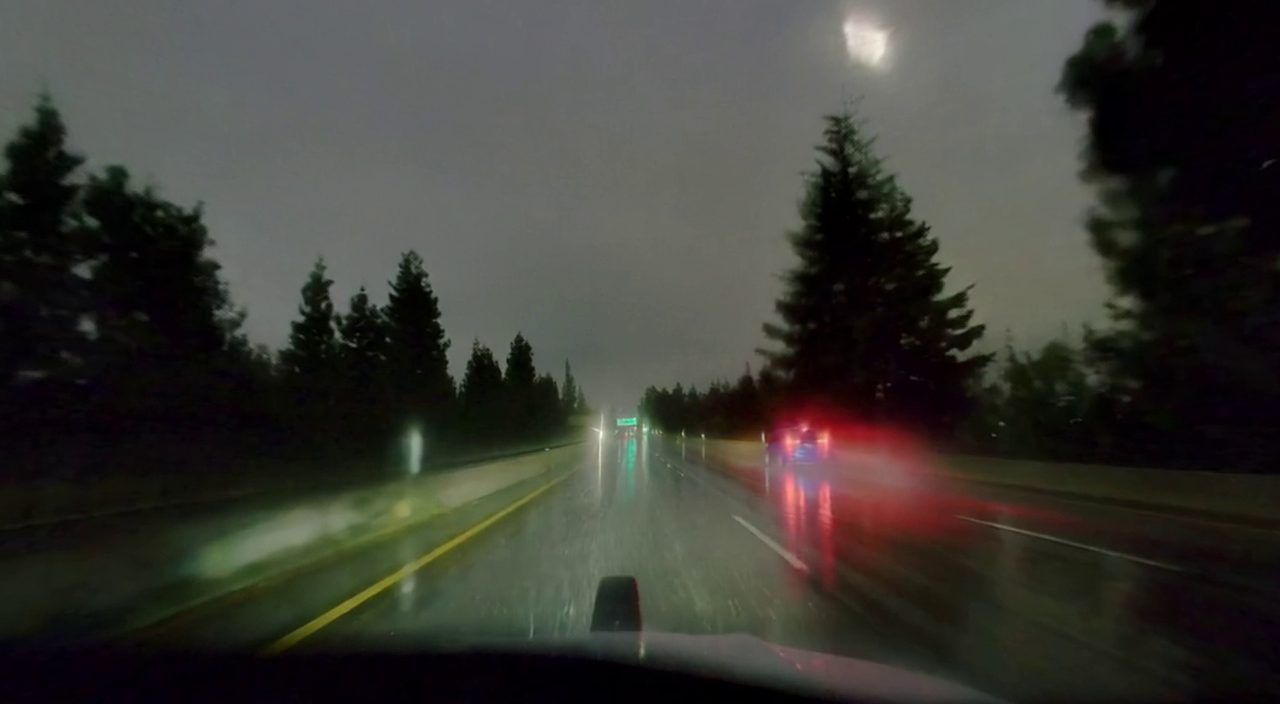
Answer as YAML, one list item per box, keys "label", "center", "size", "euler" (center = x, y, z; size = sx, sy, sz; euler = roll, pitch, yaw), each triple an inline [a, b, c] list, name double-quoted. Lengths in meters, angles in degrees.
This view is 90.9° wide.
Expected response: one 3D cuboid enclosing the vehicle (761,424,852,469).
- label: "vehicle"
  center: [6.836, 3.953, 26.516]
  size: [2.273, 1.698, 4.863]
  euler: [0, -8, -3]
